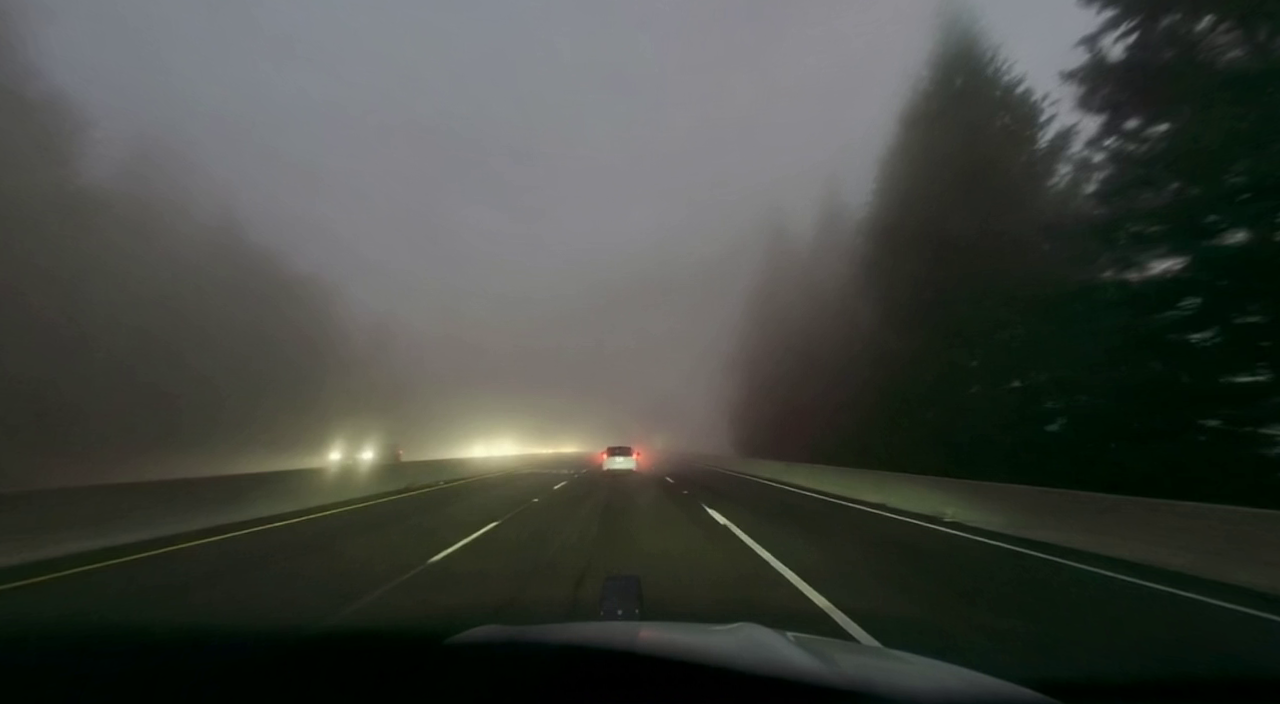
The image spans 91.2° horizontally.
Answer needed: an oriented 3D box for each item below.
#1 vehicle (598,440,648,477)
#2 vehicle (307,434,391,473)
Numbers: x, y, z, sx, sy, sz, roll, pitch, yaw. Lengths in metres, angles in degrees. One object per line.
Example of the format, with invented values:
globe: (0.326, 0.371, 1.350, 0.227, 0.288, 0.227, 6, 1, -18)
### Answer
vehicle: (-0.739, 4.800, 28.458, 2.095, 1.537, 4.017, 0, -9, -1)
vehicle: (-13.087, 4.592, 28.524, 1.880, 1.621, 4.124, 0, -9, -1)
